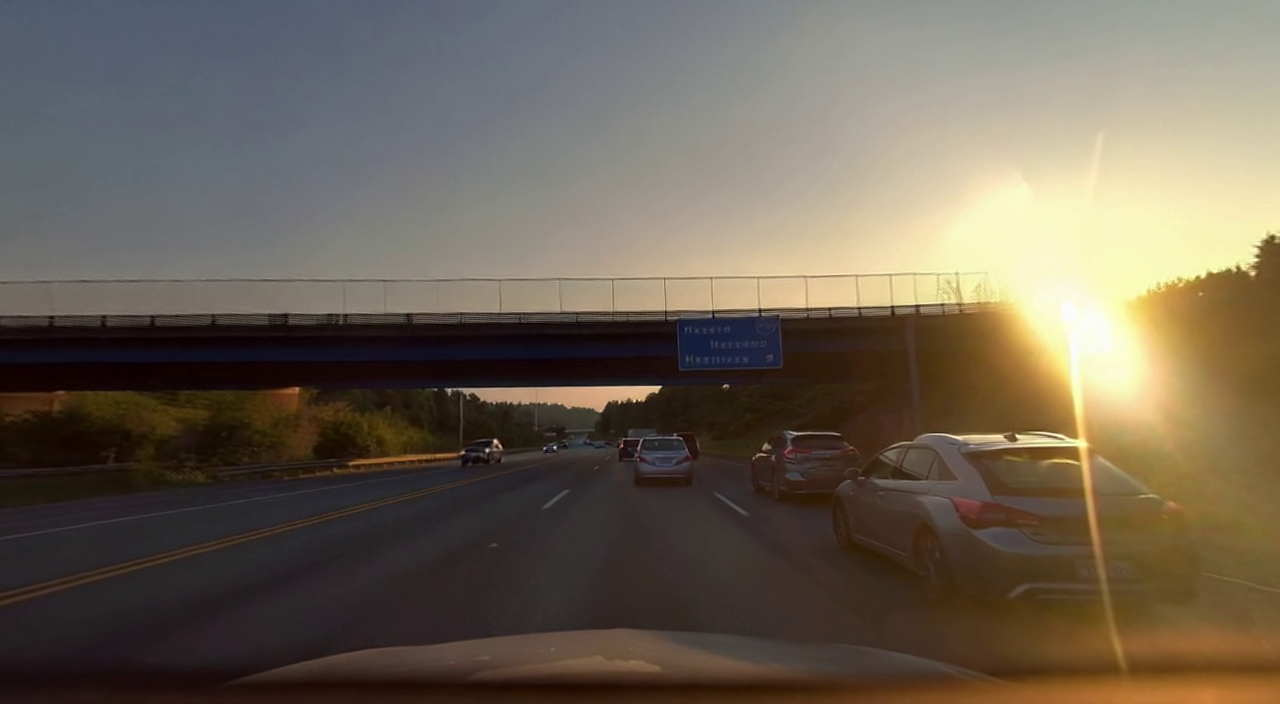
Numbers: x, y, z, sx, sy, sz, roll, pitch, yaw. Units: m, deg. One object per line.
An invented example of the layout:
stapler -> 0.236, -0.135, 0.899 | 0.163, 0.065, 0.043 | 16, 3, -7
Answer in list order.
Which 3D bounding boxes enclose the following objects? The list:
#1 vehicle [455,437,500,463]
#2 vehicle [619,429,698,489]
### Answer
vehicle -> -12.012, 7.247, 46.731 | 2.082, 1.833, 4.755 | -1, -8, 0
vehicle -> 0.453, 3.246, 19.443 | 2.092, 1.636, 4.024 | 0, -8, -3
